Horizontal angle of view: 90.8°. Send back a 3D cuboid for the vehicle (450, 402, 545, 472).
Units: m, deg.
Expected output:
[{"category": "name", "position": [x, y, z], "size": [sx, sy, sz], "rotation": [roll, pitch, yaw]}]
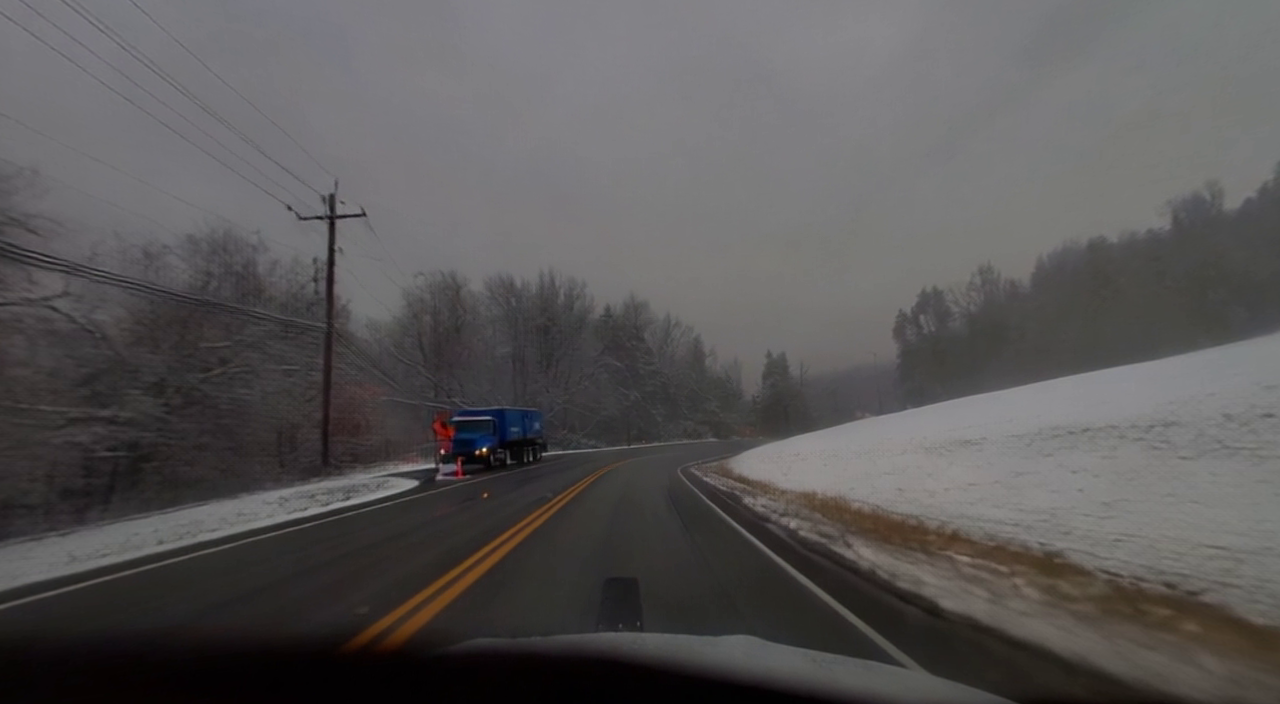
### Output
[{"category": "vehicle", "position": [-7.461, 4.602, 34.087], "size": [3.031, 3.185, 7.053], "rotation": [-4, -8, 4]}]
